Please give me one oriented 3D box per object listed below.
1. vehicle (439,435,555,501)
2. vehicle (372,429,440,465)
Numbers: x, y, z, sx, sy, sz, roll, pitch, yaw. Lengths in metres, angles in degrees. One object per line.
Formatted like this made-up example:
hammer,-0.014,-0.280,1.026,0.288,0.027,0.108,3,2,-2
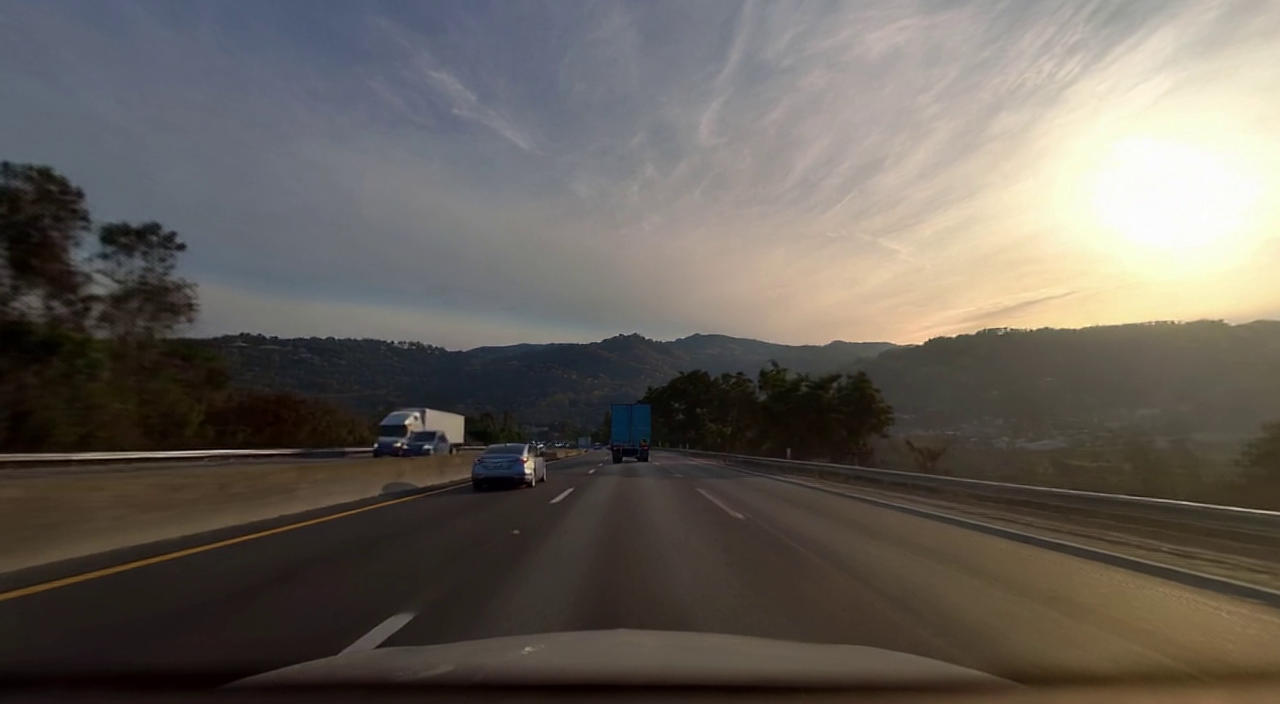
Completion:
vehicle,-3.662,3.074,16.931,2.057,1.519,4.372,0,-9,1
vehicle,-13.319,5.479,36.017,2.047,1.878,4.683,0,-9,0
